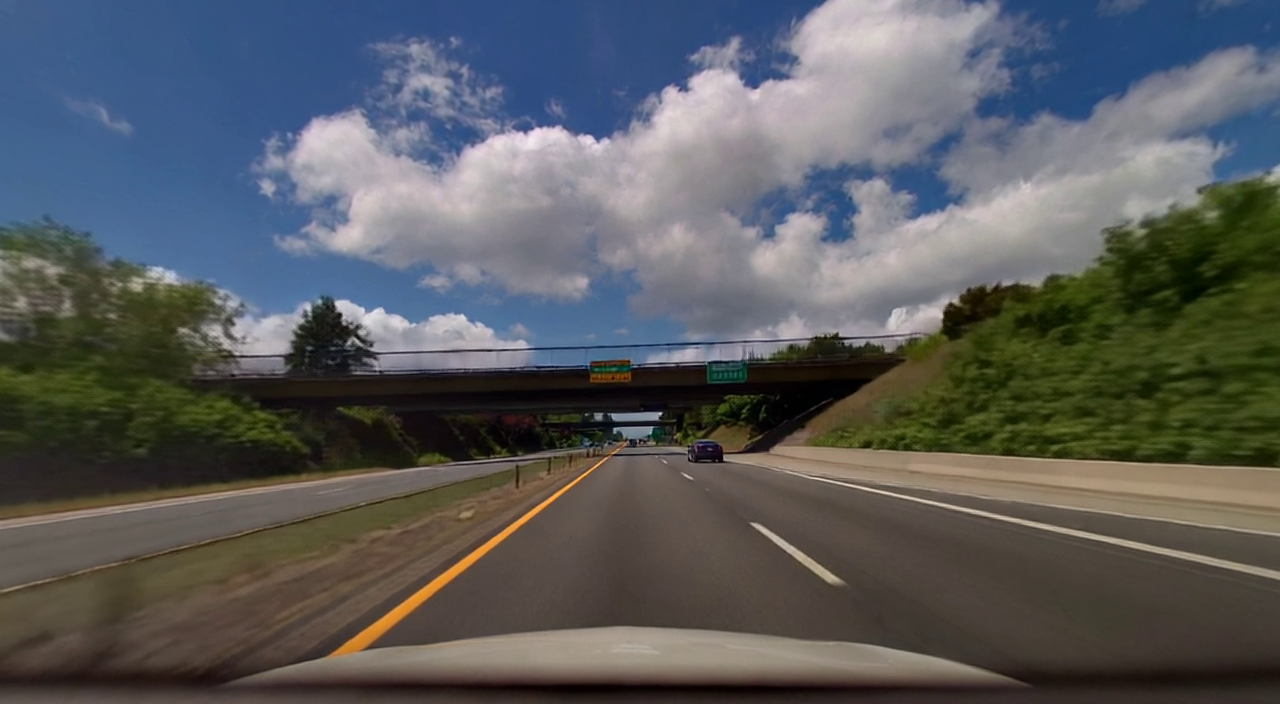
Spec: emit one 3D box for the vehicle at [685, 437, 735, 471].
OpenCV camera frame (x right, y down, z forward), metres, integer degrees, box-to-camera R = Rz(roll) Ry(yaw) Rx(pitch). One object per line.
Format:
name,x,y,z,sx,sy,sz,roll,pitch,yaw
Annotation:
vehicle,3.176,4.669,29.026,1.781,1.470,3.540,0,-8,-2
